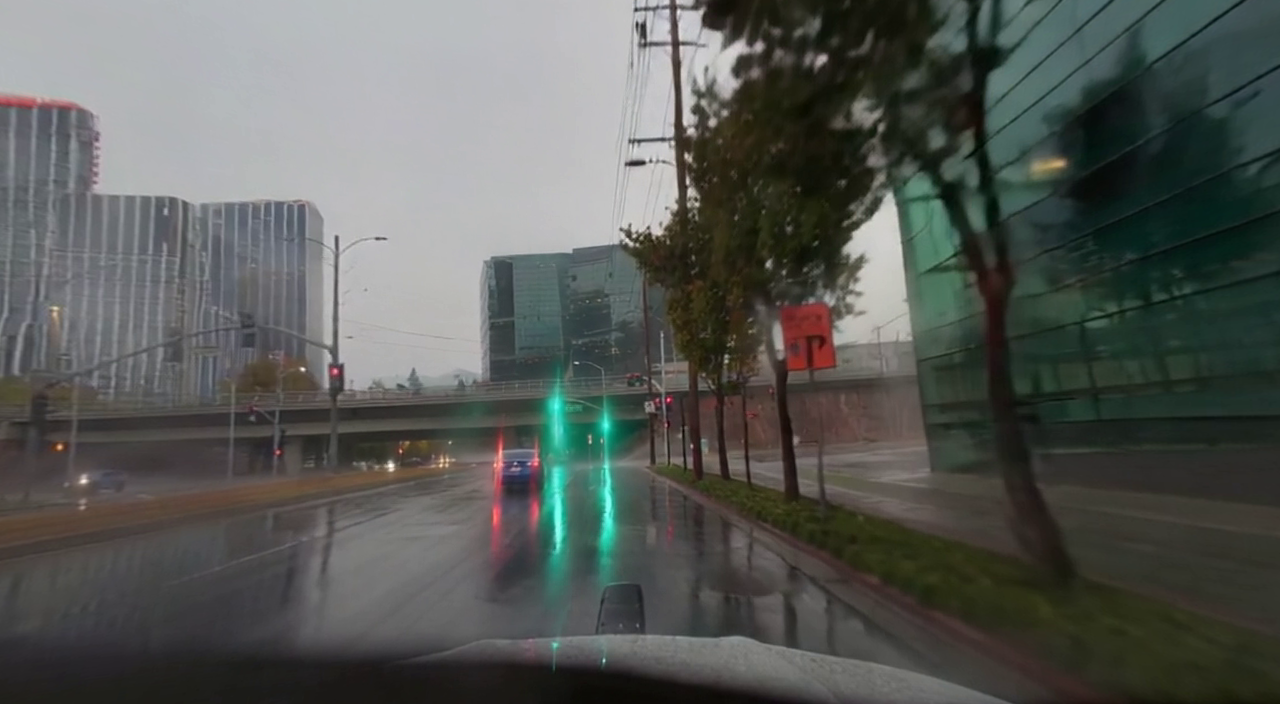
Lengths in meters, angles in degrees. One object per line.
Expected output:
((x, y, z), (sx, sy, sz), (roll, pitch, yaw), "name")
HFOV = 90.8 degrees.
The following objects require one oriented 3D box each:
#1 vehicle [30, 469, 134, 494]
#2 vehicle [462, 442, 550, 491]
((-37.102, 8.623, 42.156), (4.708, 1.466, 2.085), (1, -9, -9), "vehicle")
((-4.457, 3.867, 21.761), (2.154, 1.465, 4.532), (-1, -8, -2), "vehicle")
